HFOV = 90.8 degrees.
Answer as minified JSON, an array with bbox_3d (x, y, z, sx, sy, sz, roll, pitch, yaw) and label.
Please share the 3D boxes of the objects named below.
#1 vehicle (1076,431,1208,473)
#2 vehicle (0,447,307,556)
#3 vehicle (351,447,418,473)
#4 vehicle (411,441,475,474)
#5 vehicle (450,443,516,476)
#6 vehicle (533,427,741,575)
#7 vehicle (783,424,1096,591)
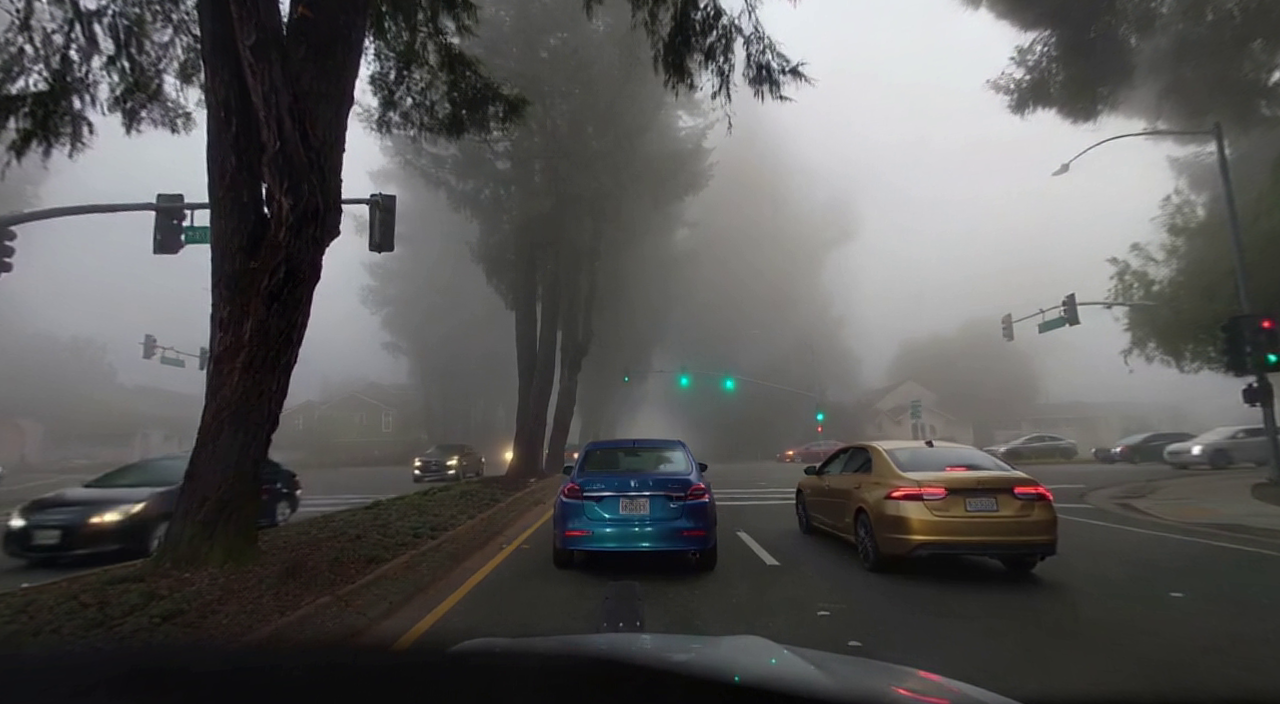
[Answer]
[{"bbox_3d":[23.985,4.787,30.315,4.520,1.762,2.005,-2,-8,-1],"label":"vehicle"},{"bbox_3d":[-7.599,2.254,10.307,2.040,1.374,4.150,0,-8,0],"label":"vehicle"},{"bbox_3d":[-17.381,7.319,43.280,1.893,1.658,4.474,-2,-9,14],"label":"vehicle"},{"bbox_3d":[-10.675,5.741,34.617,1.973,1.669,4.434,0,-8,1],"label":"vehicle"},{"bbox_3d":[-7.567,5.210,30.970,2.003,1.480,4.633,0,-8,0],"label":"vehicle"},{"bbox_3d":[-0.056,1.816,8.509,2.103,1.478,4.073,0,-8,-1],"label":"vehicle"},{"bbox_3d":[3.210,1.732,7.889,1.913,1.505,4.097,0,-8,1],"label":"vehicle"}]
